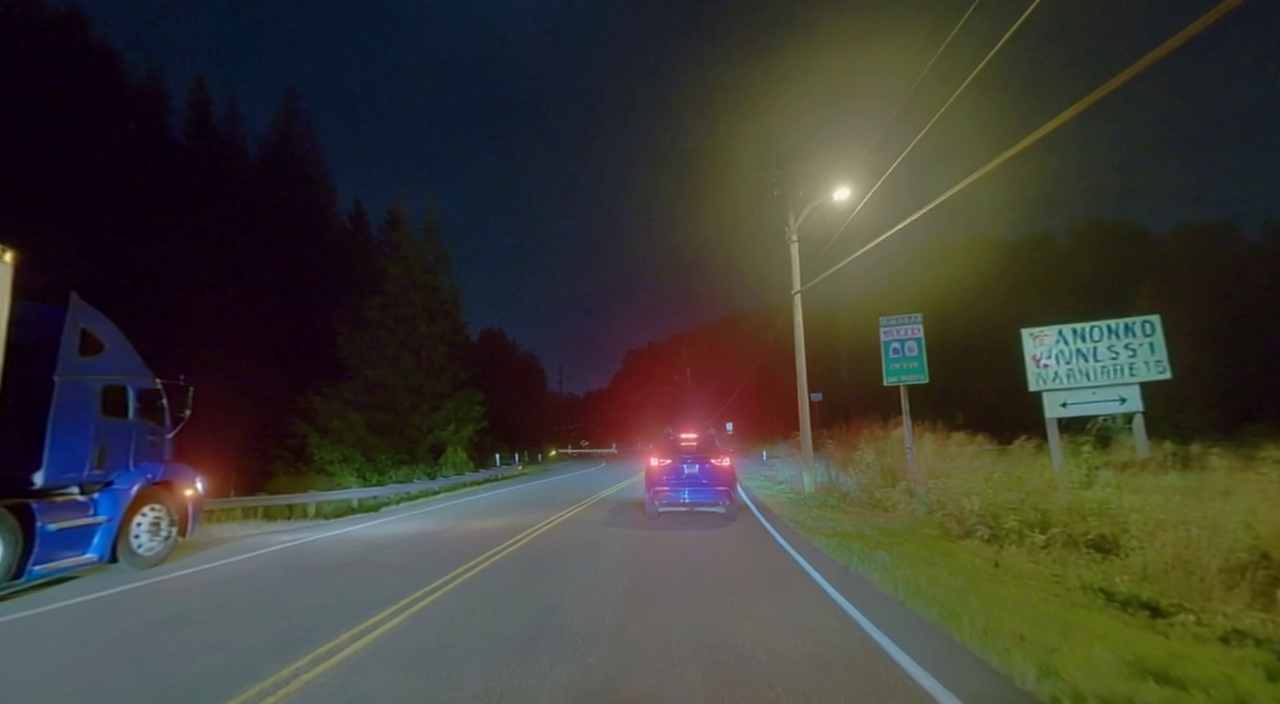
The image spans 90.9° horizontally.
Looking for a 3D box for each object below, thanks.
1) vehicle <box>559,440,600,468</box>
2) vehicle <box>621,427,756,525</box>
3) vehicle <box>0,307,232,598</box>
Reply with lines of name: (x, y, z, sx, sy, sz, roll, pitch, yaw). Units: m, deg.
vehicle: (-4.824, 7.991, 49.629, 2.668, 1.981, 5.575, 2, -9, -11)
vehicle: (0.787, 2.207, 11.730, 2.081, 1.503, 3.726, 0, -8, 1)
vehicle: (-8.547, 1.172, 6.188, 3.395, 3.071, 7.634, -7, -6, 6)
